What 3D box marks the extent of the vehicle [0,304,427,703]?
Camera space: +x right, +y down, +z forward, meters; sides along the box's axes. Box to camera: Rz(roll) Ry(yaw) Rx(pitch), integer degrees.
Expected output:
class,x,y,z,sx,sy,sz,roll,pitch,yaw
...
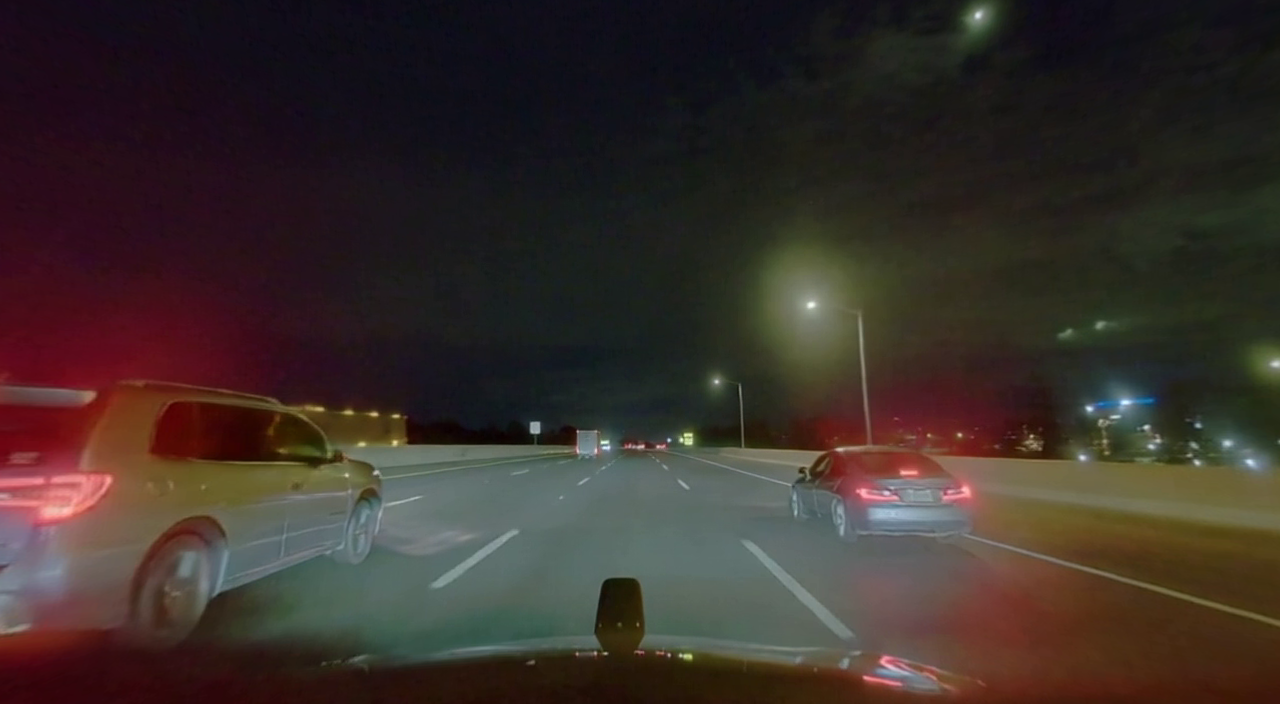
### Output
class,x,y,z,sx,sy,sz,roll,pitch,yaw
vehicle,-3.783,1.063,4.804,2.285,1.853,5.564,0,-9,1

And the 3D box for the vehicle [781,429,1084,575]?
class,x,y,z,sx,sy,sz,roll,pitch,yaw
vehicle,3.664,1.973,9.195,2.047,1.532,4.884,1,-9,0
